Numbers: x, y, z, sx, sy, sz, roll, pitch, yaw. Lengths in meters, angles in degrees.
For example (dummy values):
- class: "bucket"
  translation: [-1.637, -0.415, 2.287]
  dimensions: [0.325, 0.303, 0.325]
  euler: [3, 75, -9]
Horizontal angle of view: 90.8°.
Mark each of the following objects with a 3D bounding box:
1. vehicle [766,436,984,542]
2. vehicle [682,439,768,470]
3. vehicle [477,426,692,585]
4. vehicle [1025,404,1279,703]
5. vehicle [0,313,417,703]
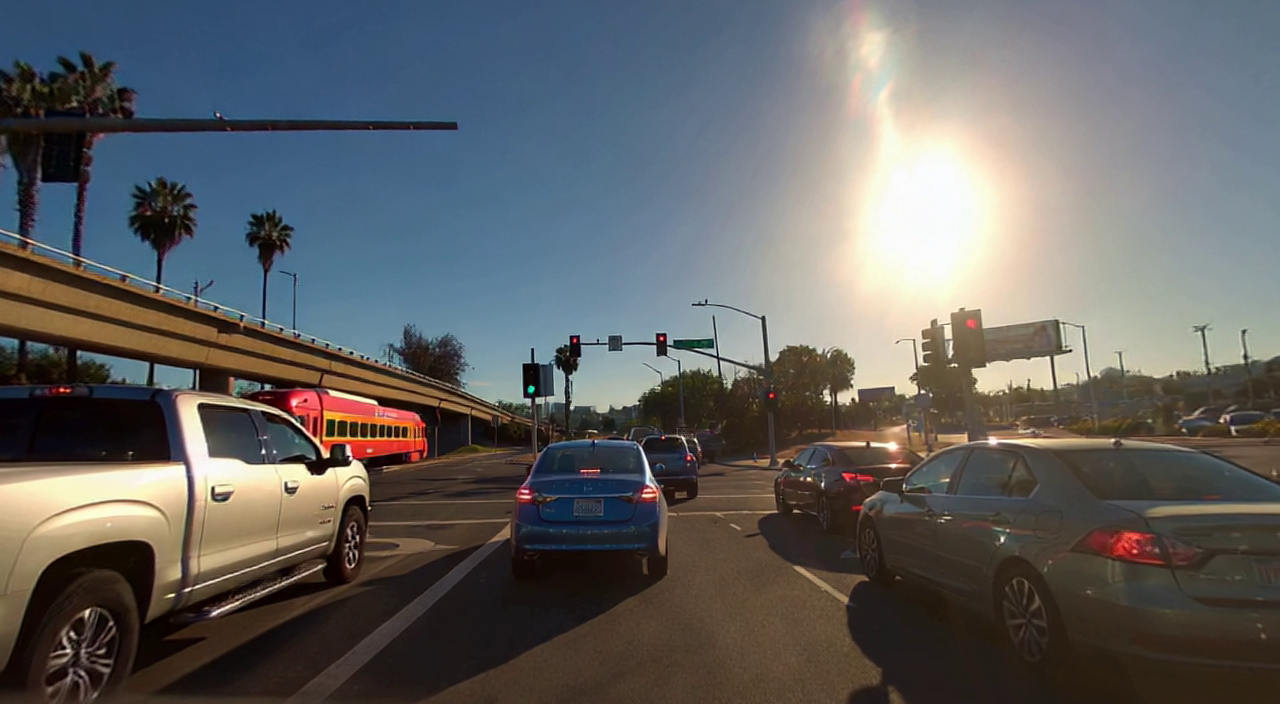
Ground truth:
- class: "vehicle"
  translation: [3.712, 2.237, 11.055]
  dimensions: [1.965, 1.448, 4.486]
  euler: [0, -9, -2]
- class: "vehicle"
  translation: [4.235, 5.170, 32.076]
  dimensions: [1.878, 1.428, 4.416]
  euler: [5, -10, -33]
- class: "vehicle"
  translation: [-0.615, 1.773, 8.135]
  dimensions: [2.035, 1.491, 4.090]
  euler: [0, -9, -3]
- class: "vehicle"
  translation: [3.876, 0.906, 2.285]
  dimensions: [2.052, 1.496, 4.541]
  euler: [0, -9, -1]
- class: "vehicle"
  translation: [-3.790, 1.123, 5.049]
  dimensions: [2.078, 1.838, 5.448]
  euler: [0, -9, -1]
